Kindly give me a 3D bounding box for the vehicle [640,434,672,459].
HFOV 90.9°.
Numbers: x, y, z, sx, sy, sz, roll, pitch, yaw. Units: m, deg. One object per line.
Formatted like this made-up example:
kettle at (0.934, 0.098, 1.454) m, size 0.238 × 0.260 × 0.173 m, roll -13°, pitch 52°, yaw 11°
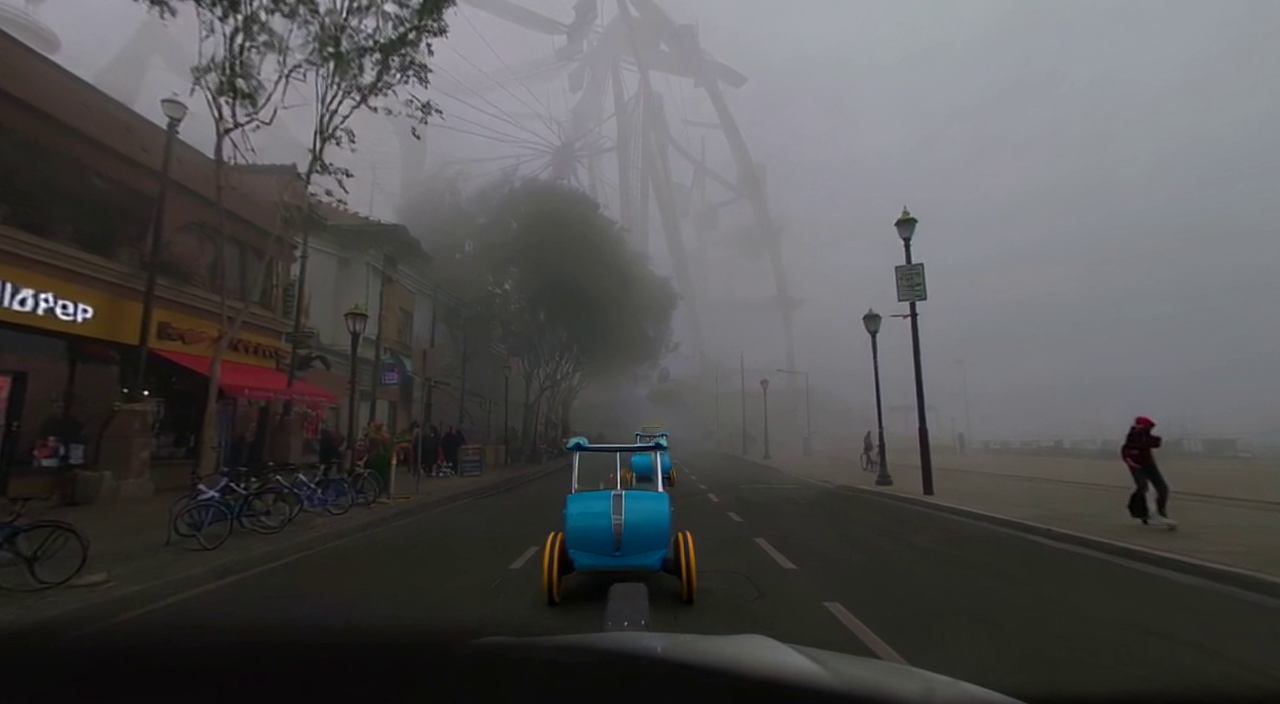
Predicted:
vehicle at (1.198, 7.009, 46.684) m, size 2.221 × 1.773 × 4.228 m, roll -1°, pitch -9°, yaw 2°
